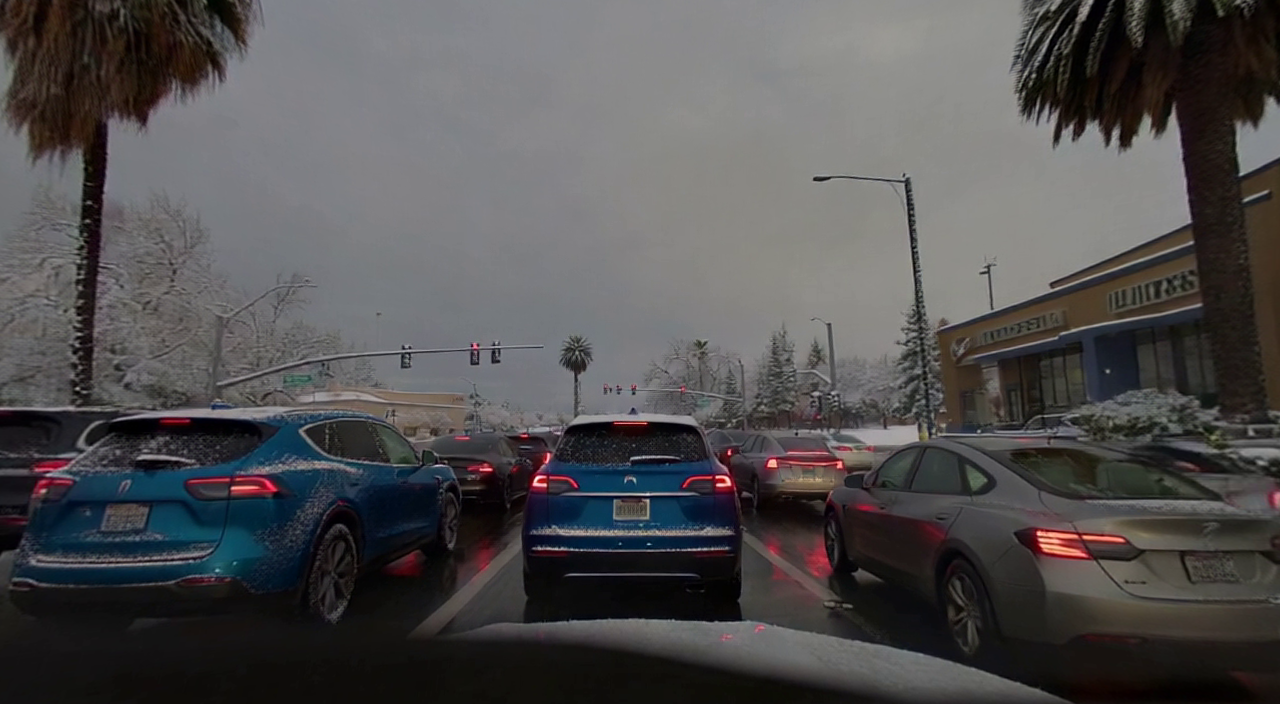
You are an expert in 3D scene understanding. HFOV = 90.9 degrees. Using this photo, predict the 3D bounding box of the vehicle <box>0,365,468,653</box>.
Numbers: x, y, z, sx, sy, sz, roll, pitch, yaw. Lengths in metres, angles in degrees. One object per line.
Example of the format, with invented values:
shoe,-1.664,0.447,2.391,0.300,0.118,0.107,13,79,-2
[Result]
vehicle,-3.350,1.277,6.126,2.014,1.755,4.360,0,-8,1

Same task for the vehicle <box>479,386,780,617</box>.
vehicle,-0.132,1.457,7.062,2.280,1.747,4.361,0,-8,-2

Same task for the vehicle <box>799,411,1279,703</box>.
vehicle,2.963,1.367,5.257,2.017,1.491,4.611,0,-8,-1
